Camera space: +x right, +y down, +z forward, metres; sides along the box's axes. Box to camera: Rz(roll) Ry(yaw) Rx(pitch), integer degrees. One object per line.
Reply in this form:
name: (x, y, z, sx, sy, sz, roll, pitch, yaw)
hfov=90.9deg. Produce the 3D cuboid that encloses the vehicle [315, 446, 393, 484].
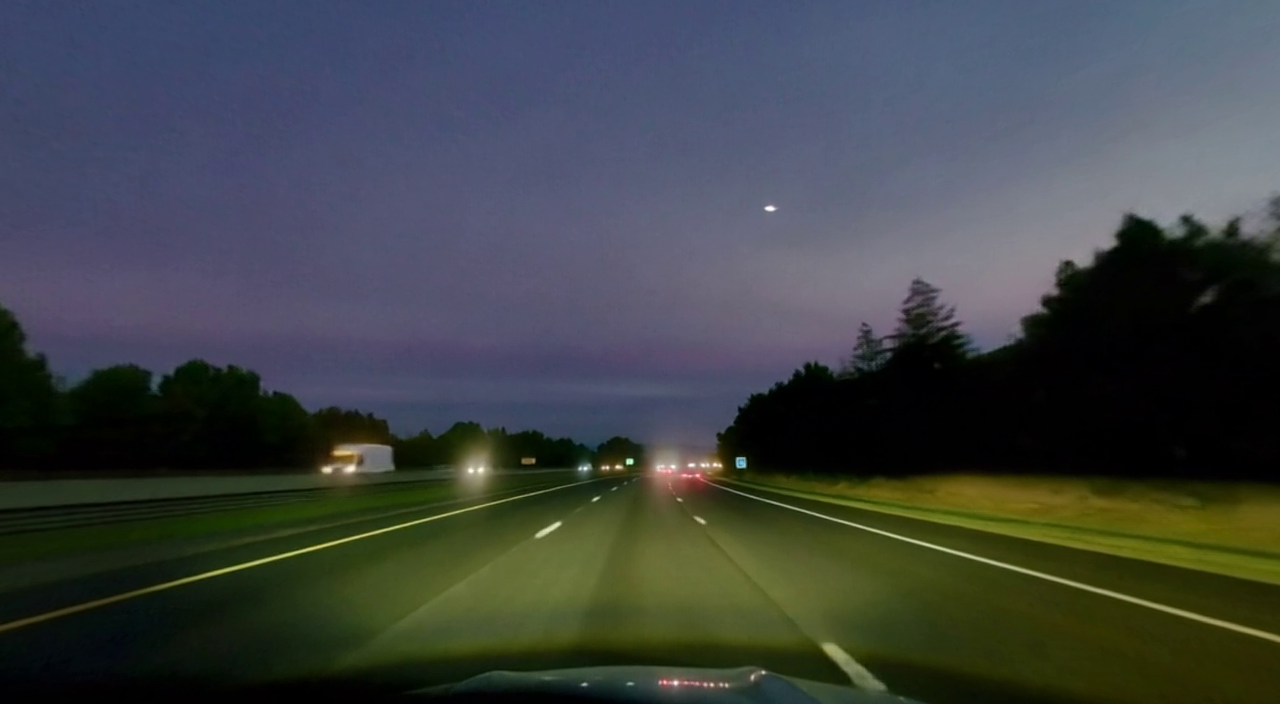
vehicle: (-20.106, 8.041, 44.685, 2.334, 2.489, 6.279, 0, -11, 2)

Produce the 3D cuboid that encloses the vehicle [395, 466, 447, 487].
vehicle: (-15.887, 9.024, 45.885, 2.069, 1.437, 4.286, 0, -10, 3)
